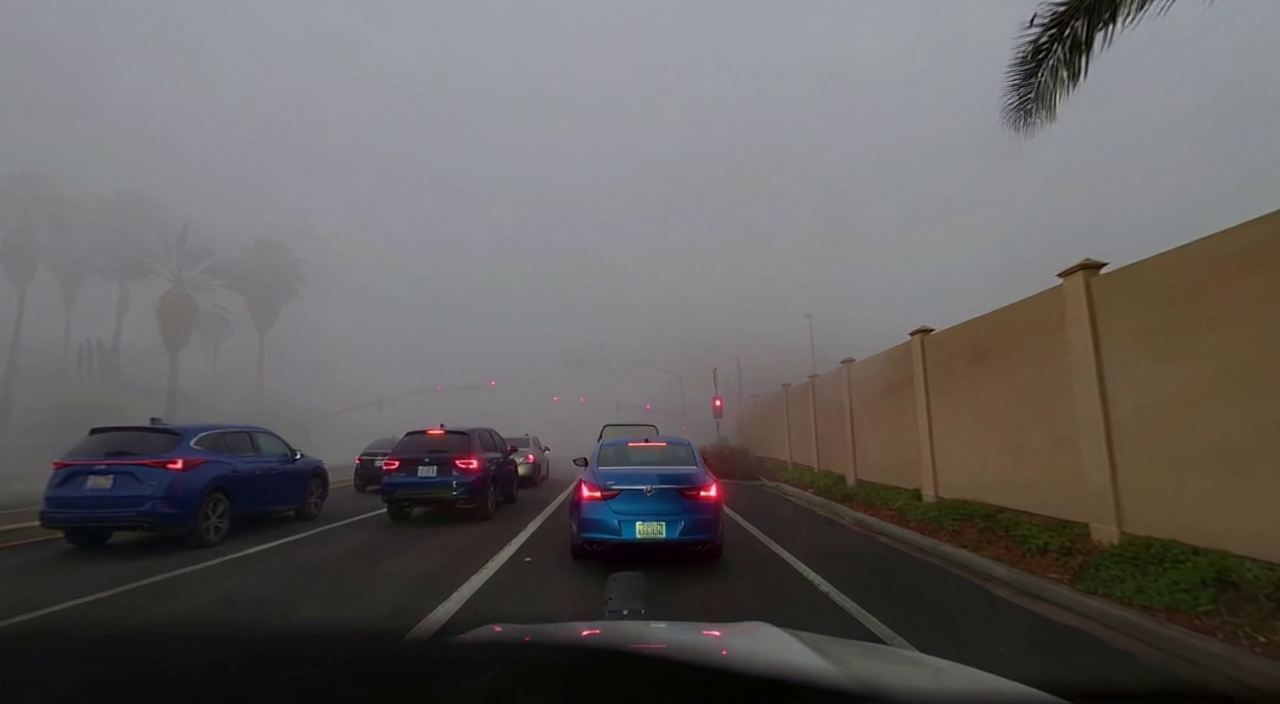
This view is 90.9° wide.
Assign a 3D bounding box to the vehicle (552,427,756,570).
[{"bbox_3d":[0.070,1.848,8.794,2.128,1.473,4.272,0,-8,-2],"label":"vehicle"}]

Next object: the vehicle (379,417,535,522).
[{"bbox_3d":[-3.452,2.300,12.823,2.007,1.746,4.136,0,-8,-2],"label":"vehicle"}]

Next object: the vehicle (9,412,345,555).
[{"bbox_3d":[-6.689,1.924,9.959,1.963,1.721,4.467,0,-8,-2],"label":"vehicle"}]
